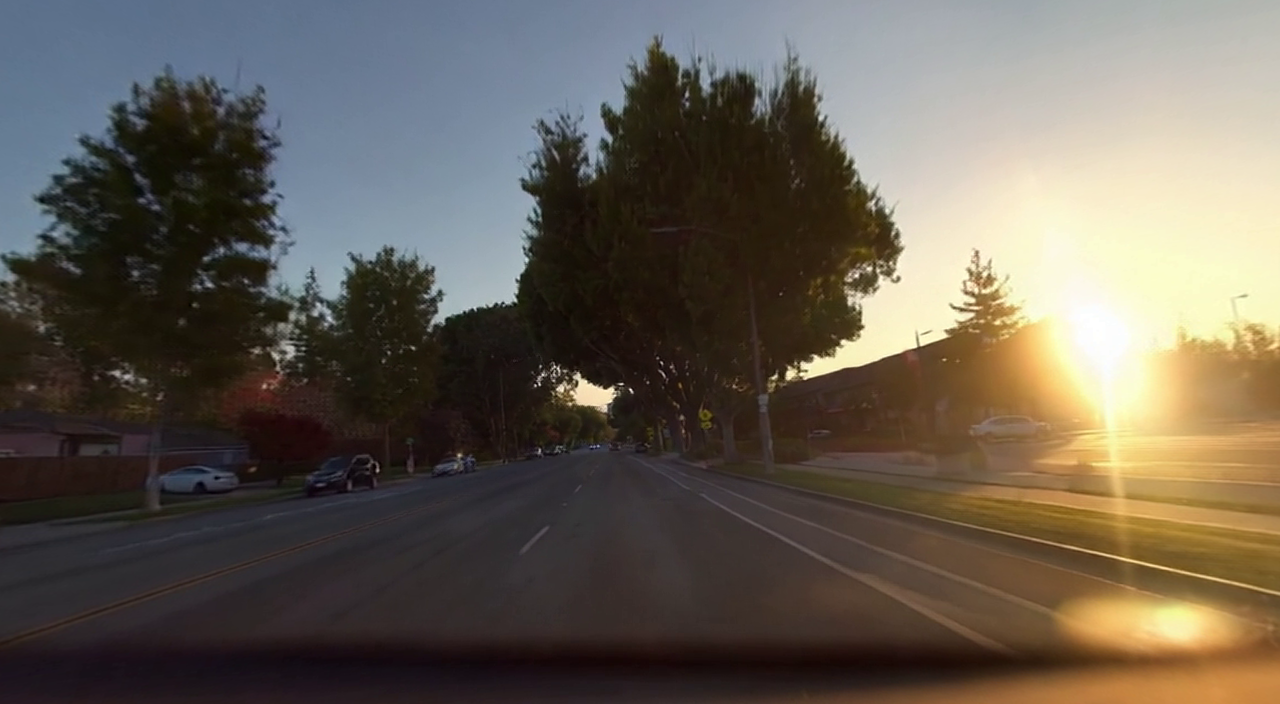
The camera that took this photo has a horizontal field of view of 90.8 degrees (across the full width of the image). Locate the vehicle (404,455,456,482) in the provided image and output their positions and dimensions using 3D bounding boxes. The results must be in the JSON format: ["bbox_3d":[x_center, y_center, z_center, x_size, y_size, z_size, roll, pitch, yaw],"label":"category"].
[{"bbox_3d":[-13.565,7.519,41.169,1.897,1.564,4.875,0,-9,-2],"label":"vehicle"}]

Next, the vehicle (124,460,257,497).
[{"bbox_3d":[-25.302,7.114,35.735,5.661,1.896,2.302,0,-9,-2],"label":"vehicle"}]

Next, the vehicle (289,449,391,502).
[{"bbox_3d":[-13.179,5.407,28.141,2.351,1.905,5.138,-4,-9,-4],"label":"vehicle"}]

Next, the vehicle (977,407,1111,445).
[{"bbox_3d":[24.083,4.539,37.997,2.392,1.996,6.238,5,-10,-33],"label":"vehicle"}]

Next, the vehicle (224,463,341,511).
[{"bbox_3d":[-12.901,4.848,23.131,1.958,1.457,4.254,0,-9,-3],"label":"vehicle"}]
